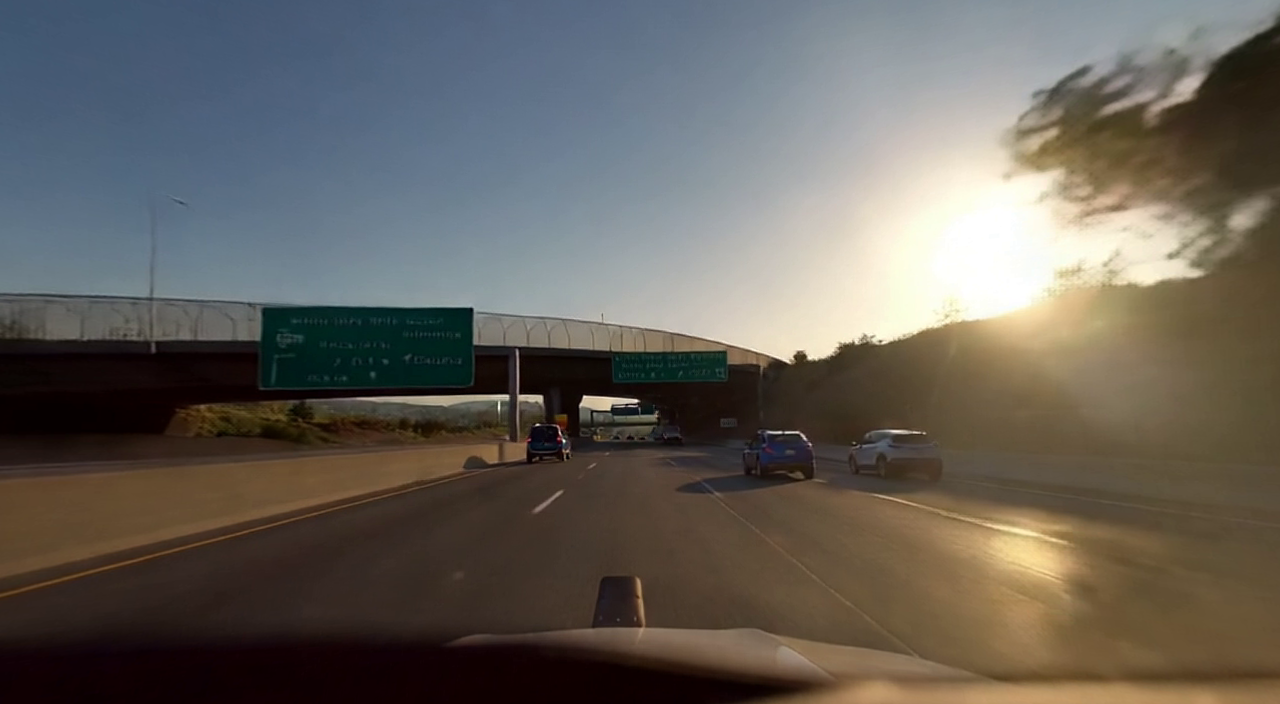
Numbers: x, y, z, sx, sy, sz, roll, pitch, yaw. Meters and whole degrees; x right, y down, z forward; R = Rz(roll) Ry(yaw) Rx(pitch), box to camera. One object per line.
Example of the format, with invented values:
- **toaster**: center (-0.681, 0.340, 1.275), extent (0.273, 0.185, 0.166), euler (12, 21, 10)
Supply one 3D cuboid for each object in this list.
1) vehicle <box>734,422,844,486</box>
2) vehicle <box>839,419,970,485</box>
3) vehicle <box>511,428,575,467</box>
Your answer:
- **vehicle**: center (4.030, 2.821, 17.757), extent (2.011, 1.576, 4.060), euler (0, -8, -2)
- **vehicle**: center (7.290, 2.783, 17.844), extent (1.956, 1.634, 3.935), euler (0, -8, -1)
- **vehicle**: center (-3.913, 3.912, 26.129), extent (2.032, 1.465, 4.316), euler (0, -8, -1)
